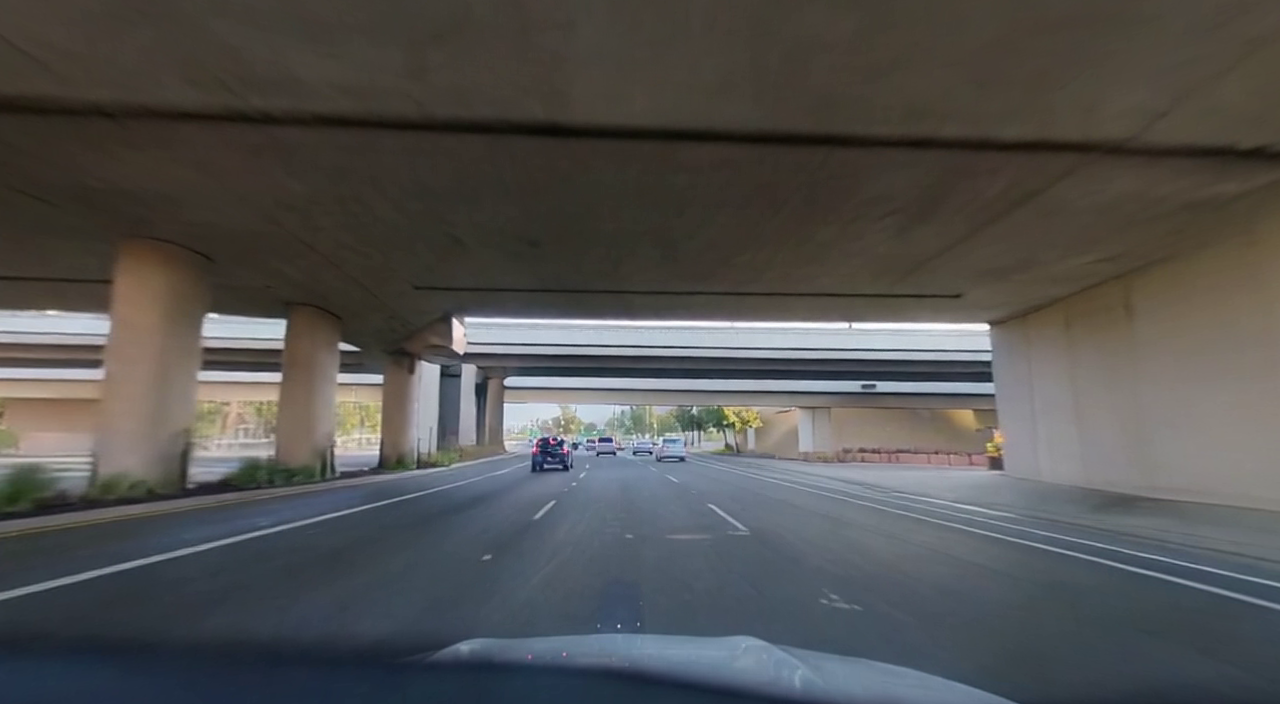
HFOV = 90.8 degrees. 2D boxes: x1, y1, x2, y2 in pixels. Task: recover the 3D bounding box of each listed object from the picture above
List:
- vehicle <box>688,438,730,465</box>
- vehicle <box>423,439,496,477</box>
[{"bbox_3d":[4.556,6.664,42.463,2.377,1.678,4.353,0,-8,0],"label":"vehicle"},{"bbox_3d":[-7.780,4.589,27.653,2.007,1.519,4.366,0,-8,-2],"label":"vehicle"}]
